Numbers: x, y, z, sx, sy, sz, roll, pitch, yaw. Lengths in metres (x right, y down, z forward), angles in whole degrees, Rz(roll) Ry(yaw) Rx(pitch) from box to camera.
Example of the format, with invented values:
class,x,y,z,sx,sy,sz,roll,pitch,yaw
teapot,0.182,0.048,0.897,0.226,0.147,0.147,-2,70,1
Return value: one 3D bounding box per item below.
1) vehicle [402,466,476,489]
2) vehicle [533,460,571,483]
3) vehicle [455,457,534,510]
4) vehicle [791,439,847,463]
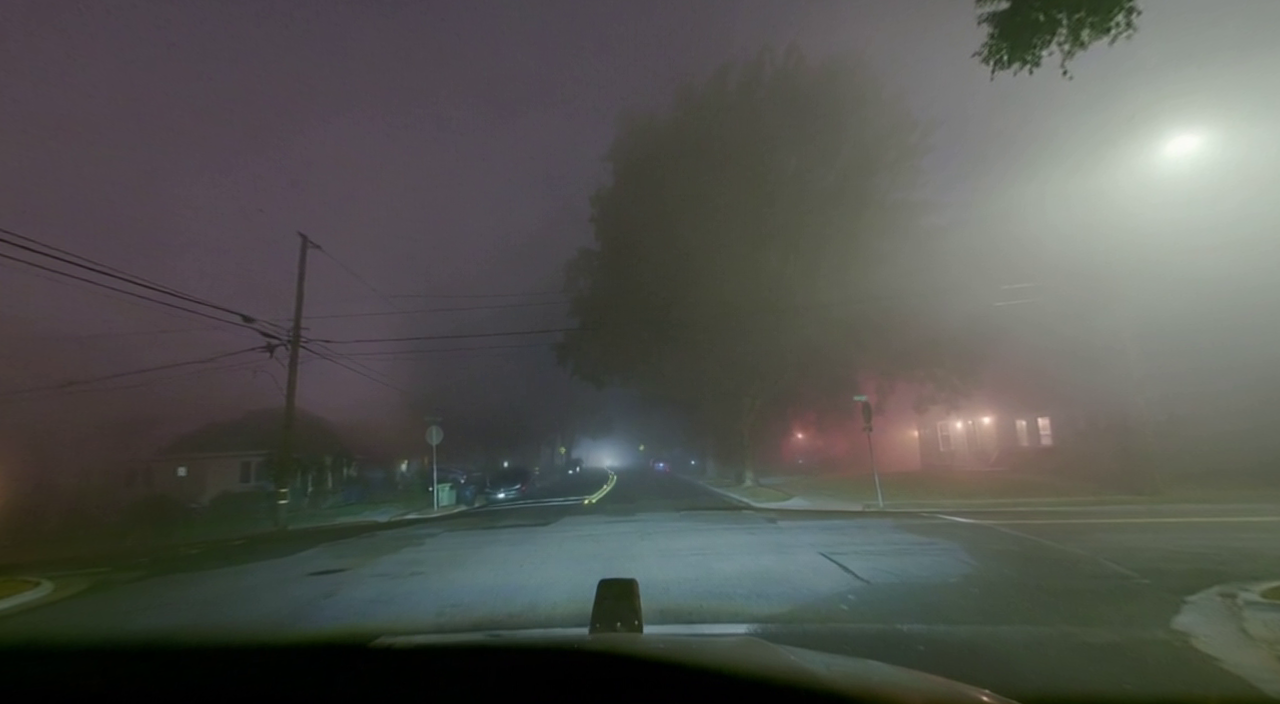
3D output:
class,x,y,z,sx,sy,sz,roll,pitch,yaw
vehicle,-14.207,8.877,44.678,4.601,1.486,1.876,-2,-9,12
vehicle,-6.543,8.939,47.440,2.133,1.525,4.401,-4,-10,0
vehicle,-6.205,5.645,27.526,2.149,1.823,4.613,-6,-9,1
vehicle,12.416,6.910,43.999,3.563,1.551,1.916,-2,-9,12
